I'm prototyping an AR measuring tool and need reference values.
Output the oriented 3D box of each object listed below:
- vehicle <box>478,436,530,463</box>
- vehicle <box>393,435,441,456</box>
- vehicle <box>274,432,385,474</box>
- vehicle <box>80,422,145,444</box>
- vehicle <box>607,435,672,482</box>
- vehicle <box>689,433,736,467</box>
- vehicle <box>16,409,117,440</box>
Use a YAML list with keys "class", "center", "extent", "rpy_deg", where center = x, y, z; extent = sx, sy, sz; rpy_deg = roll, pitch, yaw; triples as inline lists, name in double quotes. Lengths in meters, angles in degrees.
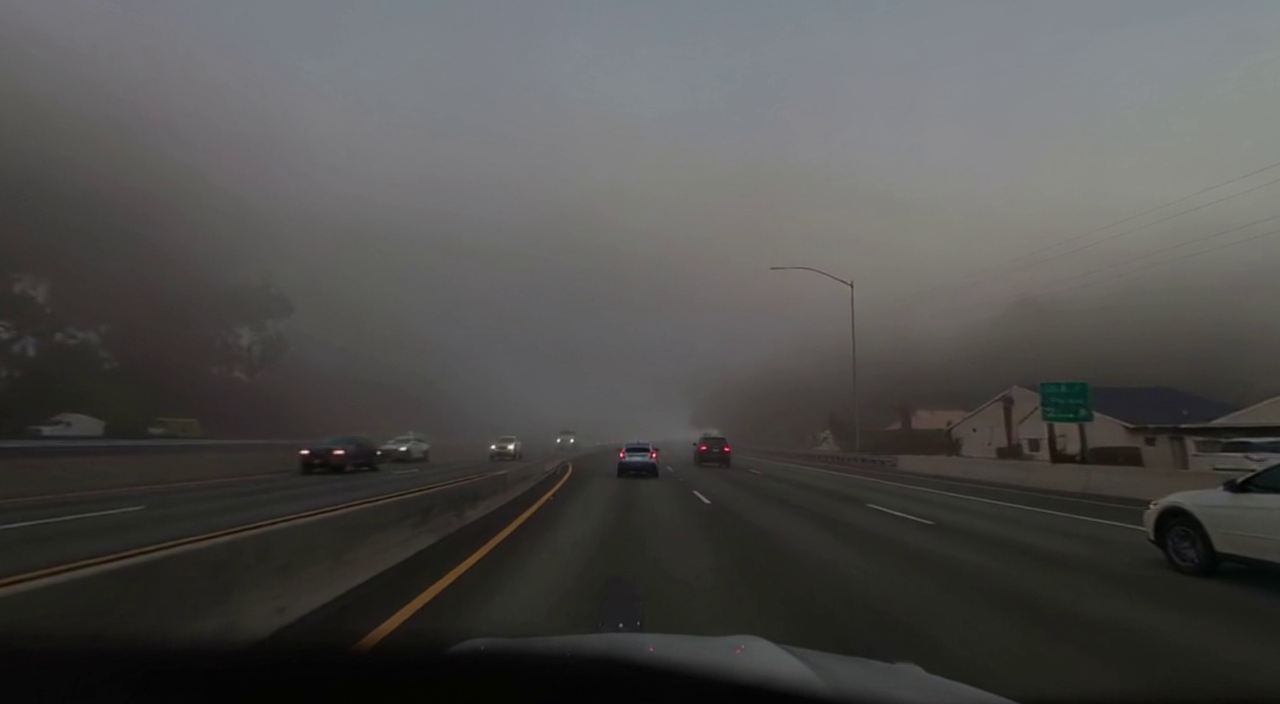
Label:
- class: "vehicle"
  center: [-7.801, 5.651, 36.642]
  extent: [1.893, 1.477, 4.648]
  rpy_deg: [0, -8, 1]
- class: "vehicle"
  center: [-17.210, 7.255, 49.048]
  extent: [1.867, 1.503, 4.933]
  rpy_deg: [0, -8, 0]
- class: "vehicle"
  center: [-12.256, 4.016, 25.336]
  extent: [2.042, 1.502, 4.626]
  rpy_deg: [0, -8, 1]
- class: "vehicle"
  center: [-36.635, 5.663, 43.984]
  extent: [1.505, 1.371, 3.387]
  rpy_deg: [4, -8, 0]
- class: "vehicle"
  center: [0.016, 3.618, 21.635]
  extent: [2.040, 1.451, 3.736]
  rpy_deg: [0, -8, 1]
- class: "vehicle"
  center: [4.252, 5.817, 37.576]
  extent: [2.186, 1.842, 4.553]
  rpy_deg: [0, -8, -1]
- class: "vehicle"
  center: [-39.627, 5.081, 43.872]
  extent: [2.041, 1.944, 5.239]
  rpy_deg: [0, -8, 0]
